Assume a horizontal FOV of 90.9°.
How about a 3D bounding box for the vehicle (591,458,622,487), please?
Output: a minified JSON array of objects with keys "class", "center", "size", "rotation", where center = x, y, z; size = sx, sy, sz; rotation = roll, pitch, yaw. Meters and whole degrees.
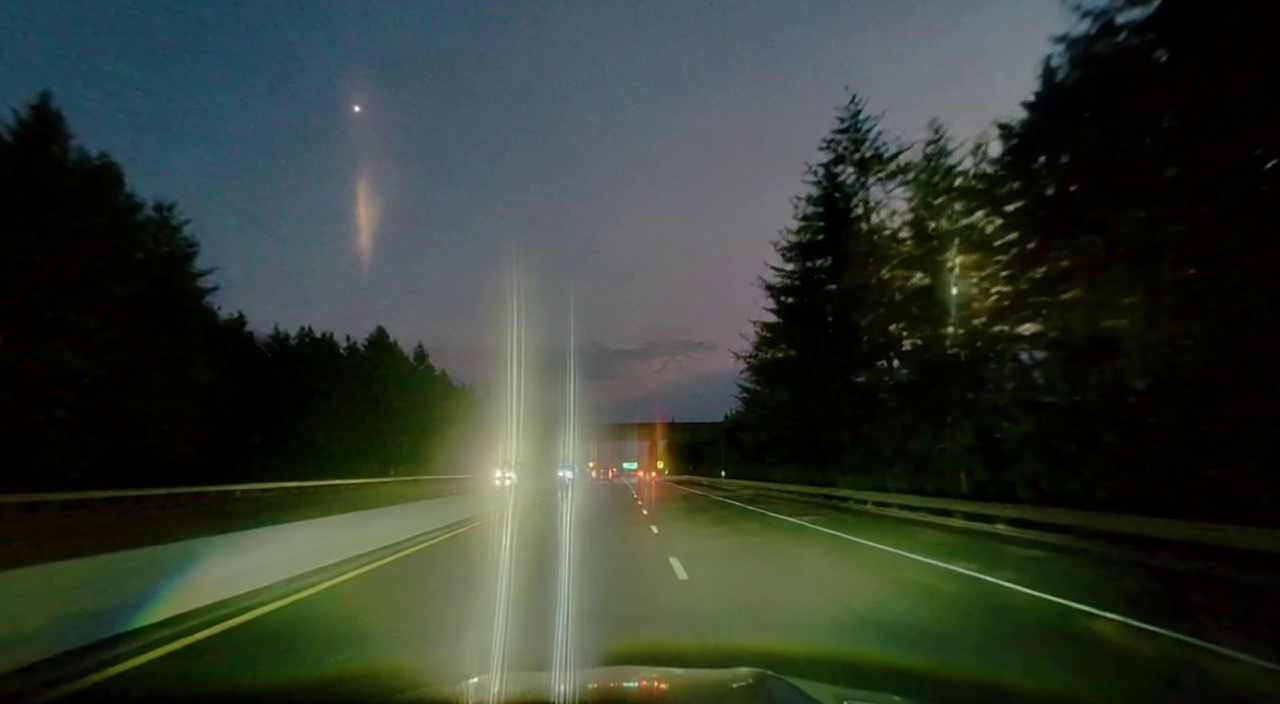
[{"class":"vehicle","center":[-2.459,8.949,46.746],"size":[2.162,1.973,4.341],"rotation":[1,-11,-2]}]
